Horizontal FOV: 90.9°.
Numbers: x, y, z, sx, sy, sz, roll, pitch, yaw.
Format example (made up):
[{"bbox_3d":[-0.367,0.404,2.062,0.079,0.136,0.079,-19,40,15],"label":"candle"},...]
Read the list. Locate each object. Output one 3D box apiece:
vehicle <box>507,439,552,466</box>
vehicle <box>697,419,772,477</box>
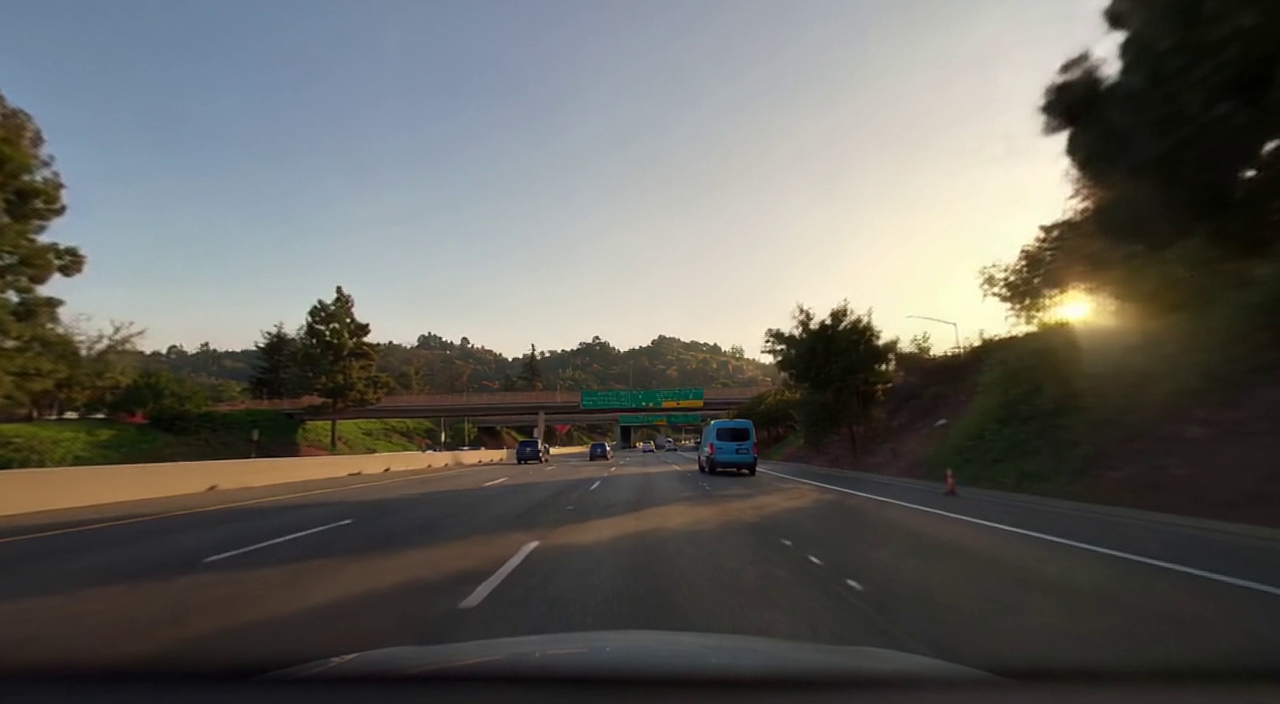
[{"bbox_3d":[-7.261,6.630,41.796,2.068,1.632,4.623,0,-8,1],"label":"vehicle"},{"bbox_3d":[3.932,4.154,27.393,2.347,2.234,5.352,0,-8,-1],"label":"vehicle"}]
